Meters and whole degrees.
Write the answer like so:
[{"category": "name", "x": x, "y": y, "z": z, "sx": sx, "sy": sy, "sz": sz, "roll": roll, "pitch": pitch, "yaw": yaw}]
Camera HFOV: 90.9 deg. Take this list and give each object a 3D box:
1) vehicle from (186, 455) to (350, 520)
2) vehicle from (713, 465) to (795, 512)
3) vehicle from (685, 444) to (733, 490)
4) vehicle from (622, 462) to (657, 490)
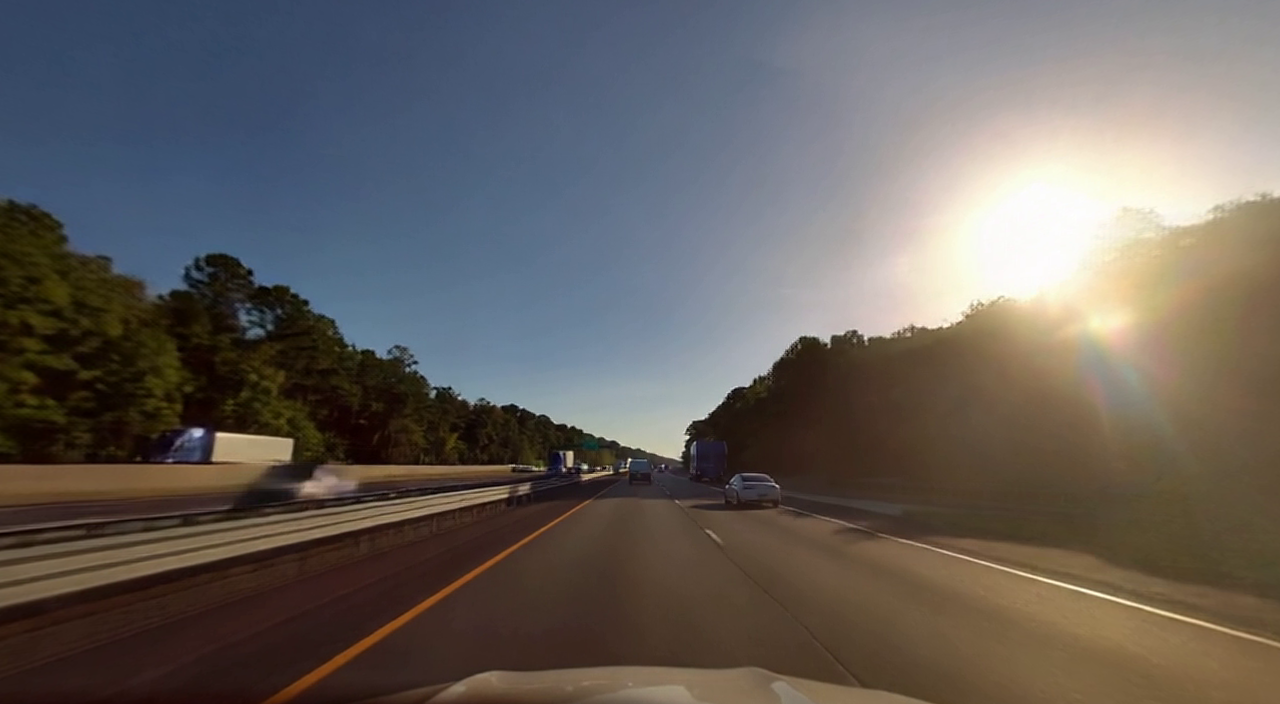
[{"category": "vehicle", "x": -9.812, "y": 3.608, "z": 17.062, "sx": 1.897, "sy": 1.498, "sz": 3.978, "roll": 0, "pitch": -10, "yaw": 1}, {"category": "vehicle", "x": 4.166, "y": 5.092, "z": 23.903, "sx": 2.073, "sy": 1.532, "sz": 4.969, "roll": 1, "pitch": -10, "yaw": -2}, {"category": "vehicle", "x": 4.747, "y": 8.154, "z": 44.748, "sx": 2.563, "sy": 2.975, "sz": 6.941, "roll": 1, "pitch": -10, "yaw": 0}, {"category": "vehicle", "x": -0.002, "y": 8.347, "z": 42.491, "sx": 2.212, "sy": 1.717, "sz": 4.452, "roll": 0, "pitch": -10, "yaw": 1}]
